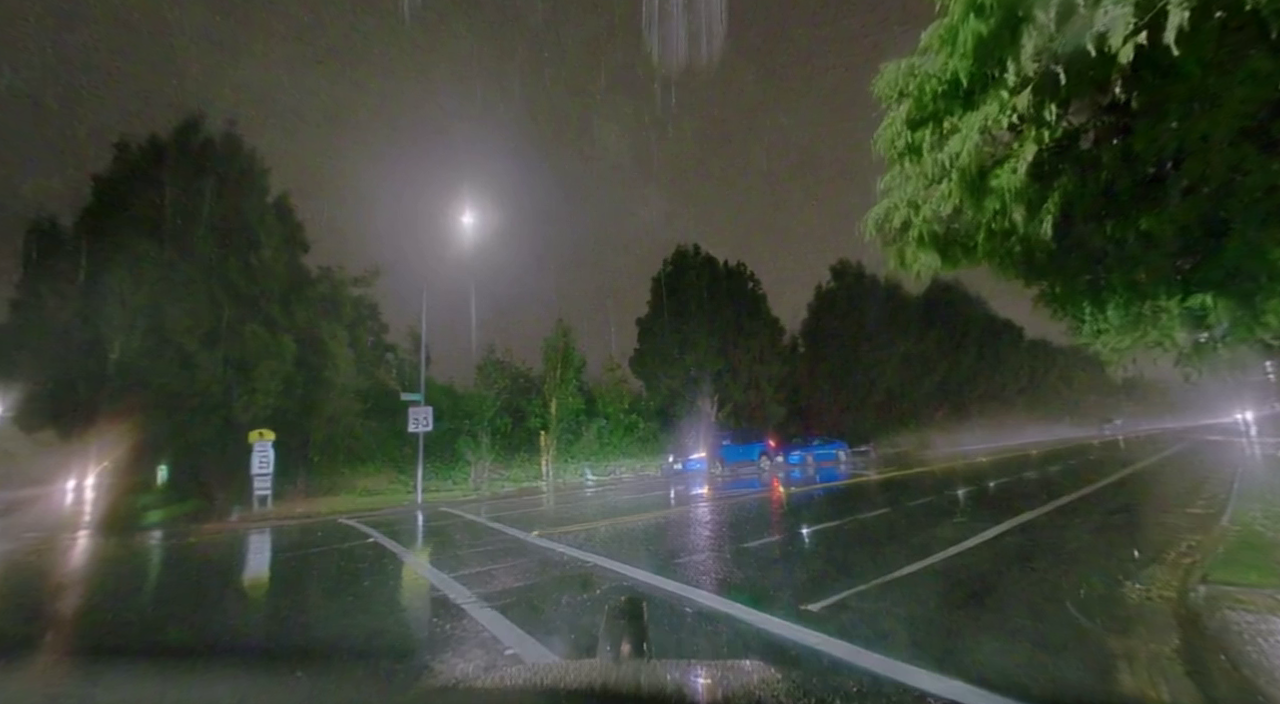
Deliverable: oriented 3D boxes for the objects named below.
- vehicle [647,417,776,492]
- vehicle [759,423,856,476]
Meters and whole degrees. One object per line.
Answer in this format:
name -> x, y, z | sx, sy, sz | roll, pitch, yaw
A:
vehicle -> 2.919, 3.930, 24.613 | 2.159, 1.959, 5.179 | -14, -7, 41
vehicle -> 7.831, 4.487, 29.276 | 4.467, 1.700, 2.087 | -3, -8, -44
